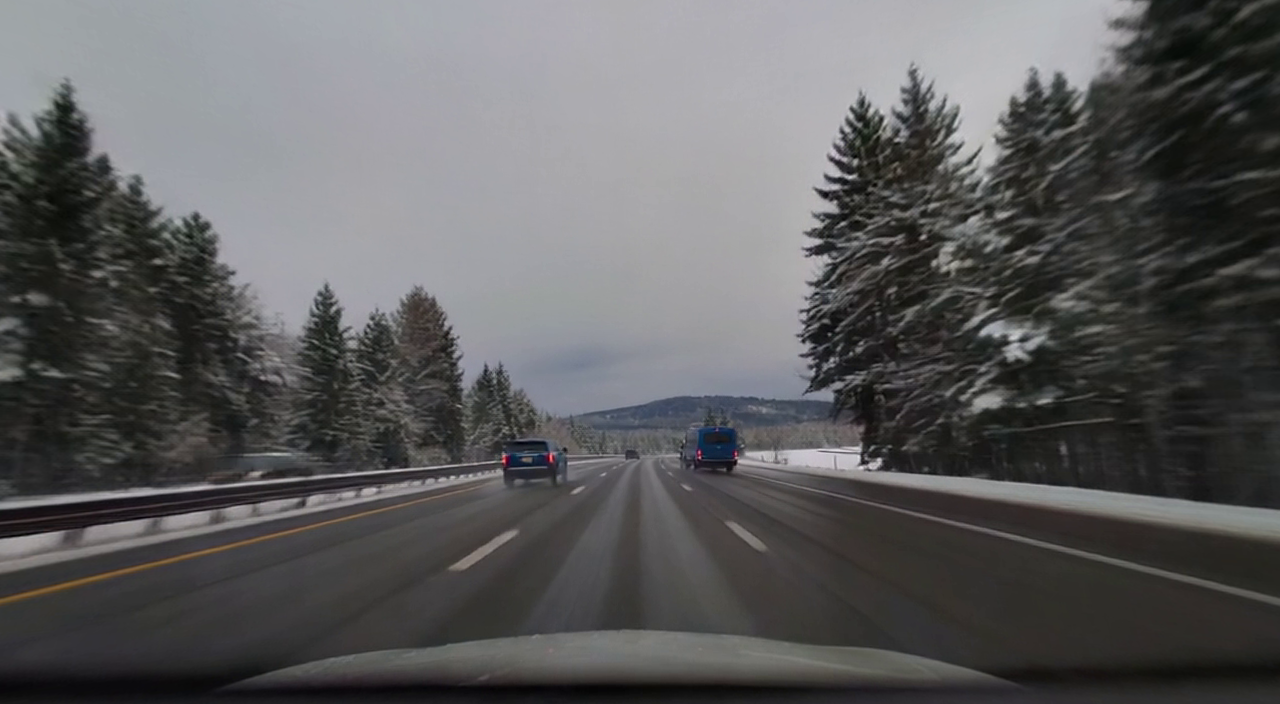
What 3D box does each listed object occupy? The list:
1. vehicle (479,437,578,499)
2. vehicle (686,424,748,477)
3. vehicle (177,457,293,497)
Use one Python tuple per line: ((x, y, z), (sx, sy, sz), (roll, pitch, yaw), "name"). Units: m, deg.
((-3.165, 3.416, 18.967), (2.020, 1.619, 4.690), (0, -9, 1), "vehicle")
((4.198, 5.573, 35.701), (2.614, 2.655, 6.429), (0, -9, 0), "vehicle")
((-16.723, 5.140, 26.312), (1.996, 1.451, 4.298), (0, -9, -1), "vehicle")
